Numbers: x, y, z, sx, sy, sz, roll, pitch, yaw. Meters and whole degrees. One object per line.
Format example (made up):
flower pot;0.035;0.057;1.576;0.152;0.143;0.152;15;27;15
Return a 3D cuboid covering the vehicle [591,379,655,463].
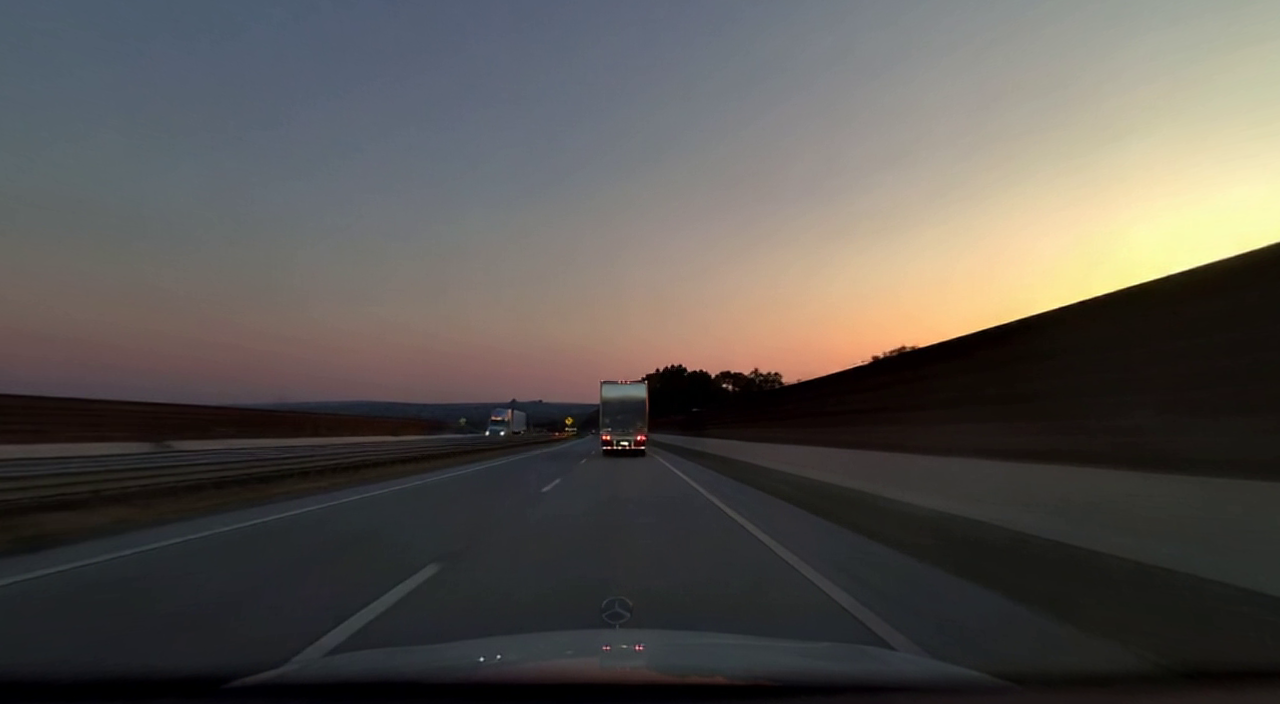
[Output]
vehicle;-0.963;3.958;35.203;3.023;3.965;10.402;1;-8;-2
